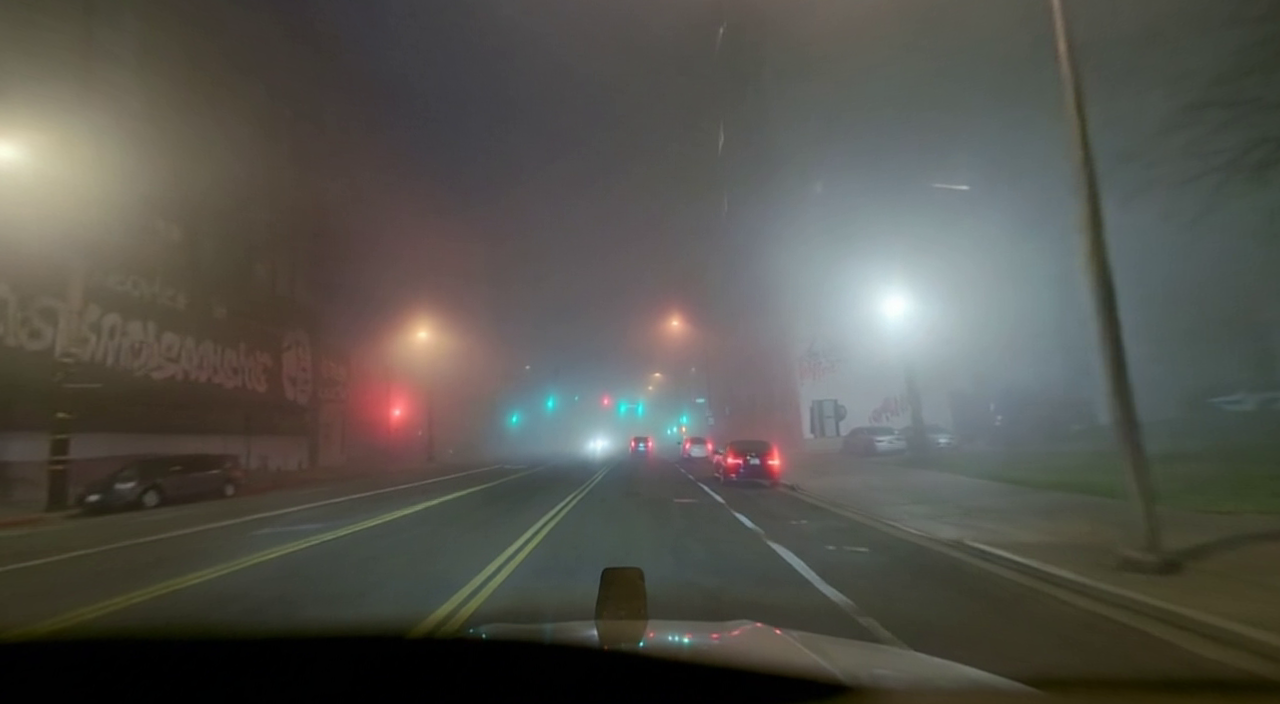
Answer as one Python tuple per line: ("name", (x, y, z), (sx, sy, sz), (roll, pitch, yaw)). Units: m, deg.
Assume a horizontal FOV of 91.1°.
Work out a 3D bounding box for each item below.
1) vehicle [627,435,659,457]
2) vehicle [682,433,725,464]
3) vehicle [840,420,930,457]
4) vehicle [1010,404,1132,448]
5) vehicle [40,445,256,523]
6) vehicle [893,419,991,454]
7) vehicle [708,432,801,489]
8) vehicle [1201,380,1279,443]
("vehicle", (0.217, 6.651, 44.623), (2.153, 1.505, 4.452), (0, -8, 0))
("vehicle", (3.632, 5.609, 36.652), (1.938, 1.714, 4.402), (0, -8, -1))
("vehicle", (10.974, 3.947, 28.567), (1.956, 1.514, 4.862), (0, -8, -2))
("vehicle", (18.282, 3.210, 26.944), (2.002, 1.731, 4.413), (0, -8, -1))
("vehicle", (-15.230, 4.028, 20.055), (2.048, 1.814, 5.998), (-7, -8, 1))
("vehicle", (13.359, 3.790, 28.163), (1.819, 1.450, 4.707), (0, -8, -3))
("vehicle", (3.333, 3.243, 19.154), (2.062, 1.535, 4.206), (0, -8, 0))
("vehicle", (22.974, 2.273, 23.060), (2.086, 2.078, 5.513), (-4, -9, 27))
